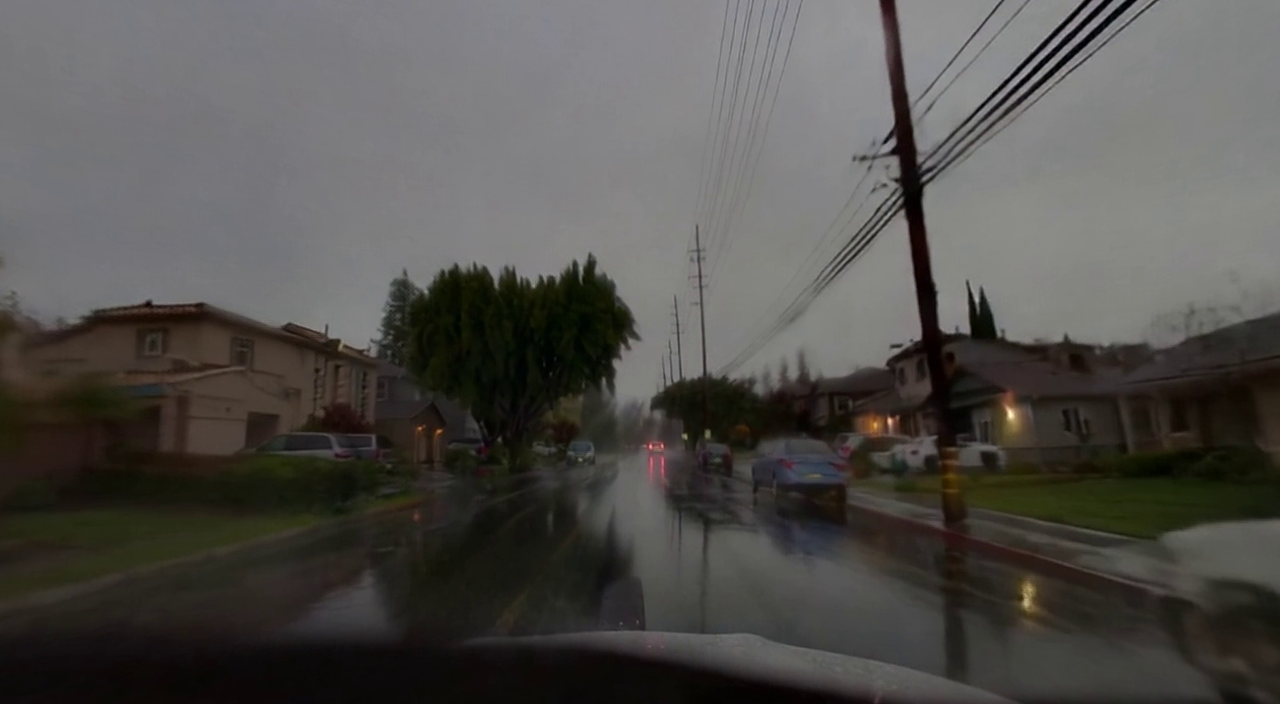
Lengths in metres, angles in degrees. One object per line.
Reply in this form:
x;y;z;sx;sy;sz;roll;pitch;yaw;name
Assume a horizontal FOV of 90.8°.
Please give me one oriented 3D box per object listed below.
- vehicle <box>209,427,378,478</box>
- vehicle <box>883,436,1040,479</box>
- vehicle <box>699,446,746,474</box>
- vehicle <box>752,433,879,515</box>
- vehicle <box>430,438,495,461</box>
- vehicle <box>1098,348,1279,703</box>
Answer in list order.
-12.282;3.591;22.656;4.792;1.521;2.077;2;-9;1;vehicle
12.144;4.028;24.086;4.905;1.570;1.900;1;-10;-2;vehicle
4.533;6.005;35.372;2.031;1.471;4.328;0;-9;-1;vehicle
4.256;3.022;16.262;2.066;1.753;4.877;0;-9;2;vehicle
-13.743;7.560;48.899;4.702;1.675;1.984;-5;-10;28;vehicle
3.920;0.678;1.282;2.280;1.820;5.001;0;-9;1;vehicle
